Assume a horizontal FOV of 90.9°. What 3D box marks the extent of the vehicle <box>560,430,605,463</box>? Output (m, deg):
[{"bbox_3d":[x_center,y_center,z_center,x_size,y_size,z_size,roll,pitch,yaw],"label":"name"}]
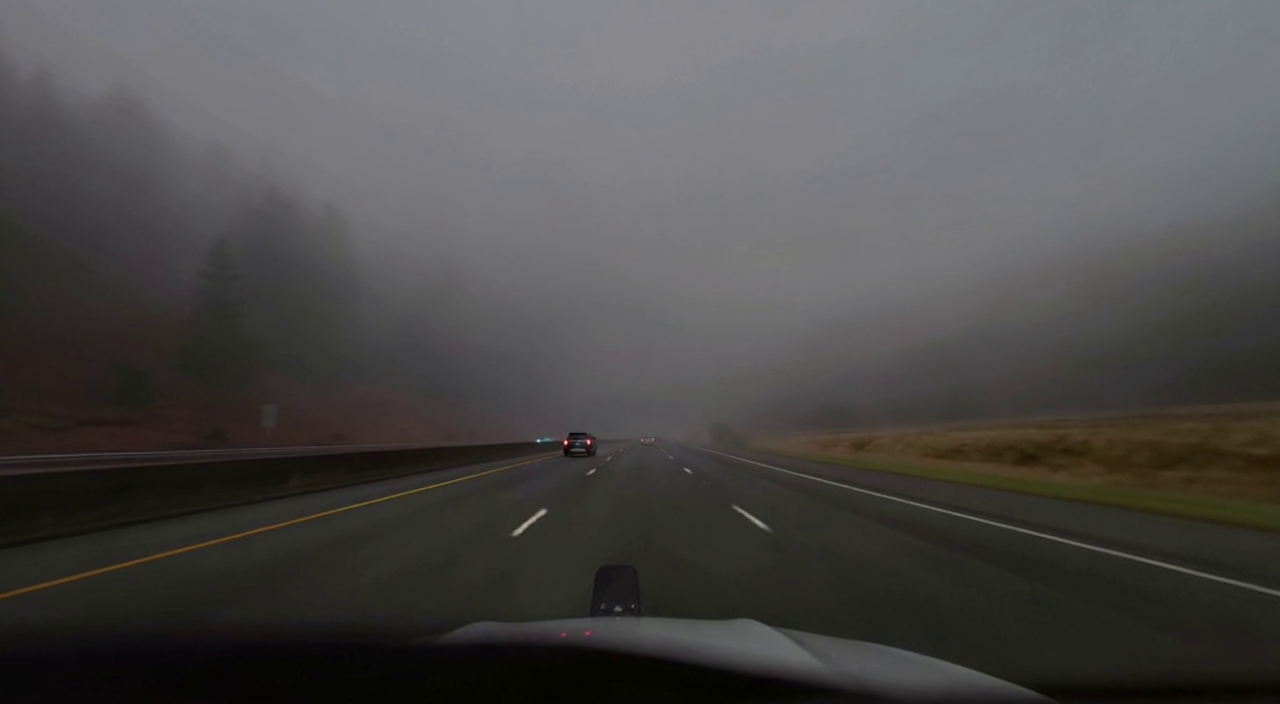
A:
[{"bbox_3d":[-3.088,5.163,34.660,2.084,1.654,4.080,0,-8,0],"label":"vehicle"}]
